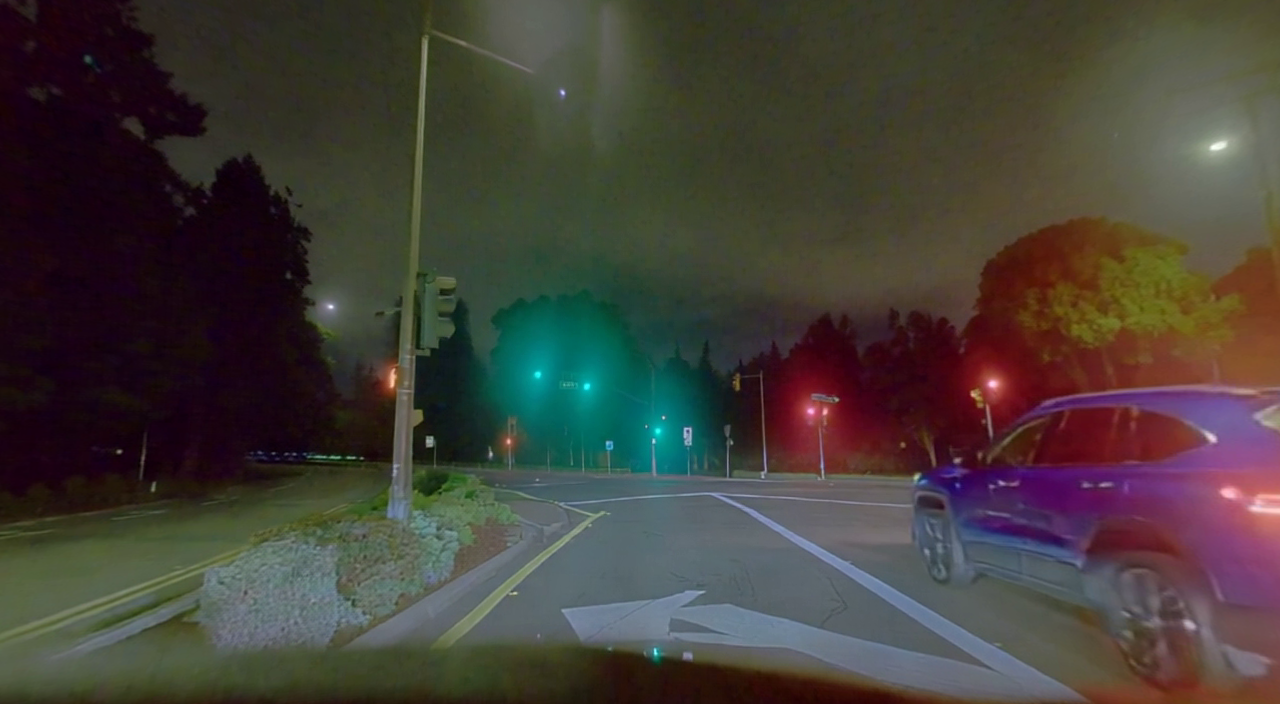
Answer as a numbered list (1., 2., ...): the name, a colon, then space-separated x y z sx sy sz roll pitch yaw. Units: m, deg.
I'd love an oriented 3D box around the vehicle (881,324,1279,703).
1. vehicle: 3.864 1.046 4.600 2.284 1.788 4.871 -1 -8 0
